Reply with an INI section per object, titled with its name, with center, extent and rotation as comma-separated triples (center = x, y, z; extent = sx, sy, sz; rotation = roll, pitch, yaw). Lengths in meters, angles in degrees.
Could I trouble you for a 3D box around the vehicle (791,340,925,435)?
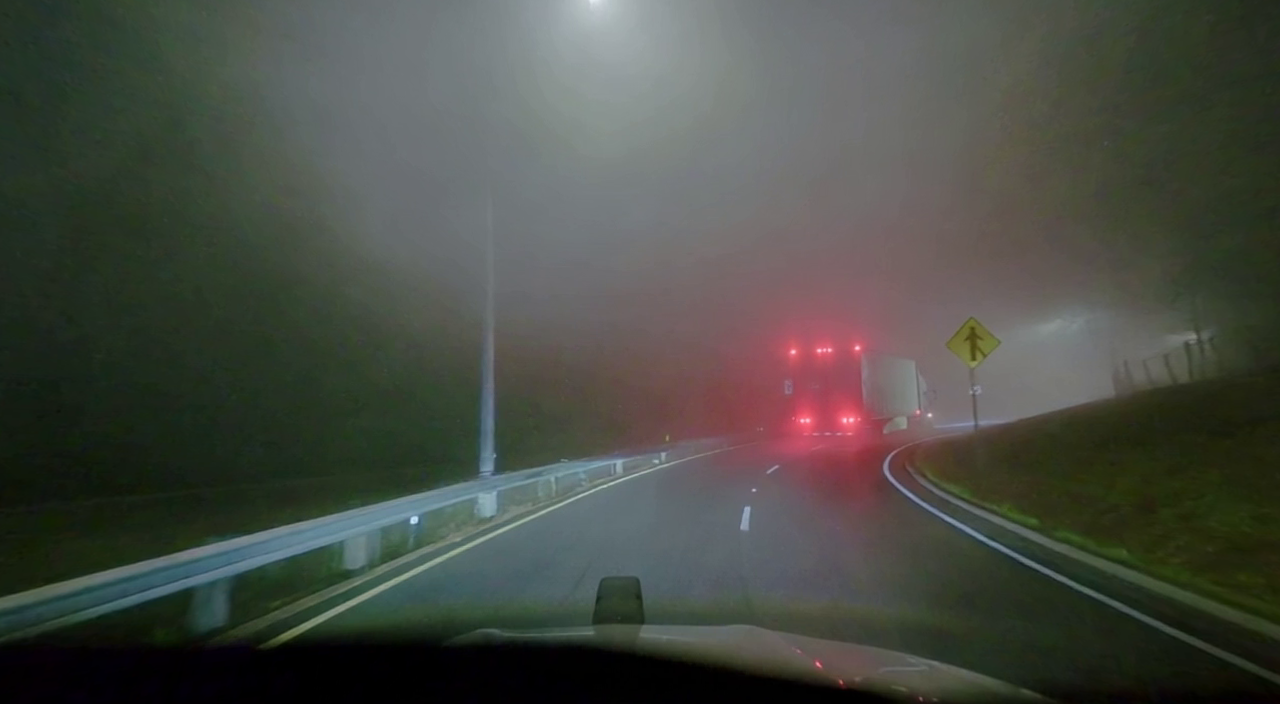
[vehicle]
center = 10.668, 2.034, 29.756
extent = 2.837, 3.712, 10.484
rotation = -6, -10, 36
